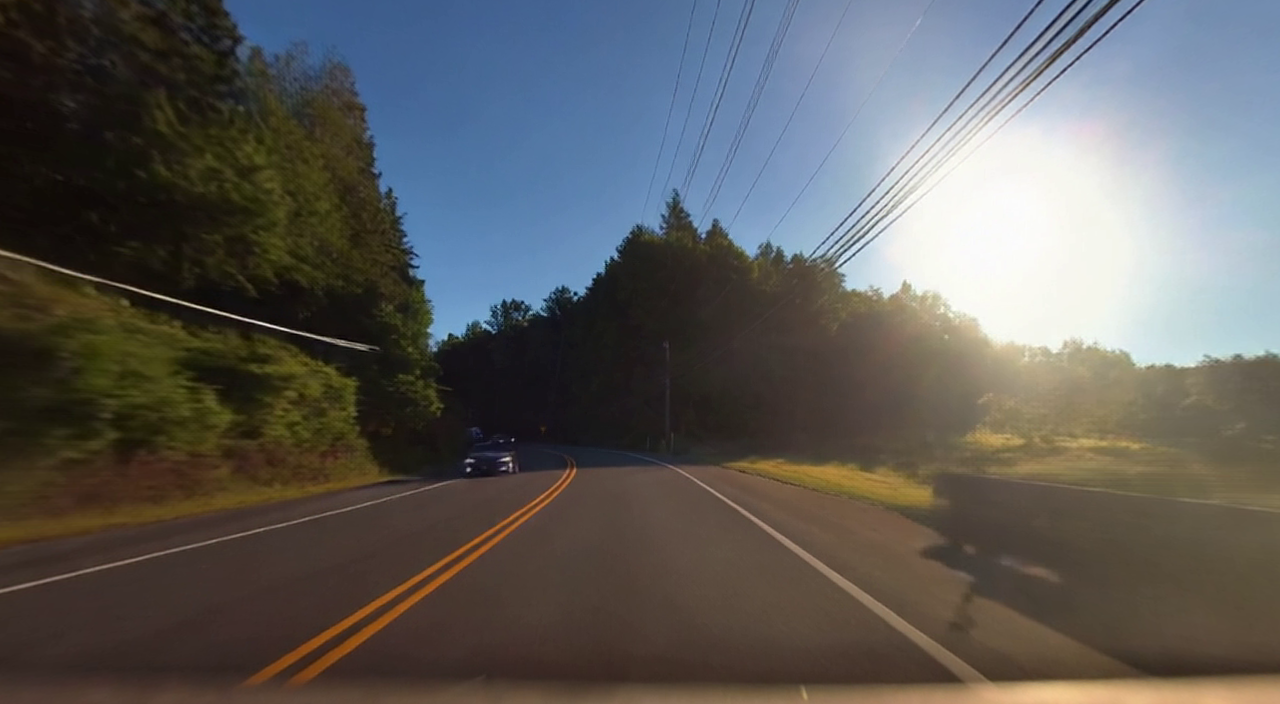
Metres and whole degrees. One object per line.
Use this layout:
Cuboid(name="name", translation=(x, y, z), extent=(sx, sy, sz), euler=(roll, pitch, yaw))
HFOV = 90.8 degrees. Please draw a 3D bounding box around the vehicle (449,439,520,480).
Cuboid(name="vehicle", translation=(-6.173, 4.323, 25.629), extent=(2.060, 1.466, 4.263), euler=(0, -9, -4))
